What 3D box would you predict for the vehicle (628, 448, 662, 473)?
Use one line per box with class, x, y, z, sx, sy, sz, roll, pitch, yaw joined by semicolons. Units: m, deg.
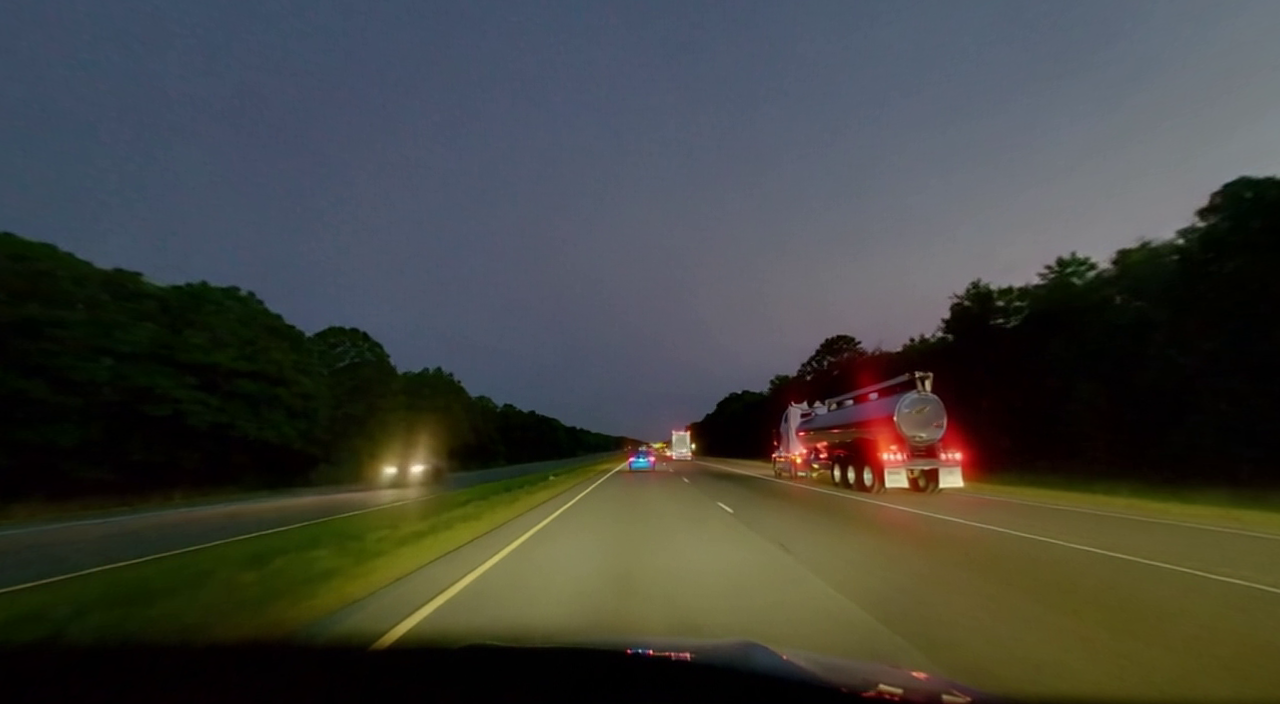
vehicle;0.286;6.447;37.507;1.926;1.386;3.615;0;-9;0
